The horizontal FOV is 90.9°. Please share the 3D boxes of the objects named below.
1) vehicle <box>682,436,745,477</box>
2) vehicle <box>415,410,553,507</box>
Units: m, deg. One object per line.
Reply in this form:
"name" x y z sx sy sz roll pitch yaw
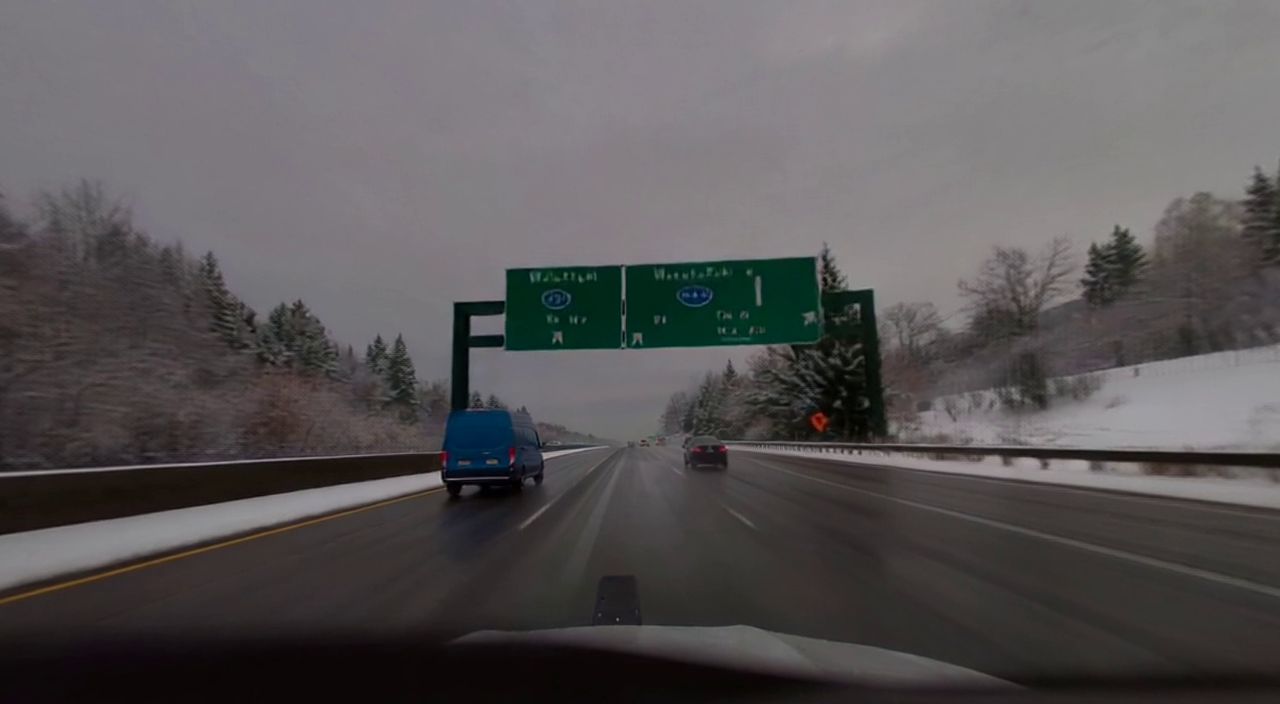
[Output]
"vehicle" 2.839 4.109 25.185 2.020 1.464 3.803 0 -8 -1
"vehicle" -3.660 2.600 15.986 2.275 2.053 5.082 0 -8 -1
